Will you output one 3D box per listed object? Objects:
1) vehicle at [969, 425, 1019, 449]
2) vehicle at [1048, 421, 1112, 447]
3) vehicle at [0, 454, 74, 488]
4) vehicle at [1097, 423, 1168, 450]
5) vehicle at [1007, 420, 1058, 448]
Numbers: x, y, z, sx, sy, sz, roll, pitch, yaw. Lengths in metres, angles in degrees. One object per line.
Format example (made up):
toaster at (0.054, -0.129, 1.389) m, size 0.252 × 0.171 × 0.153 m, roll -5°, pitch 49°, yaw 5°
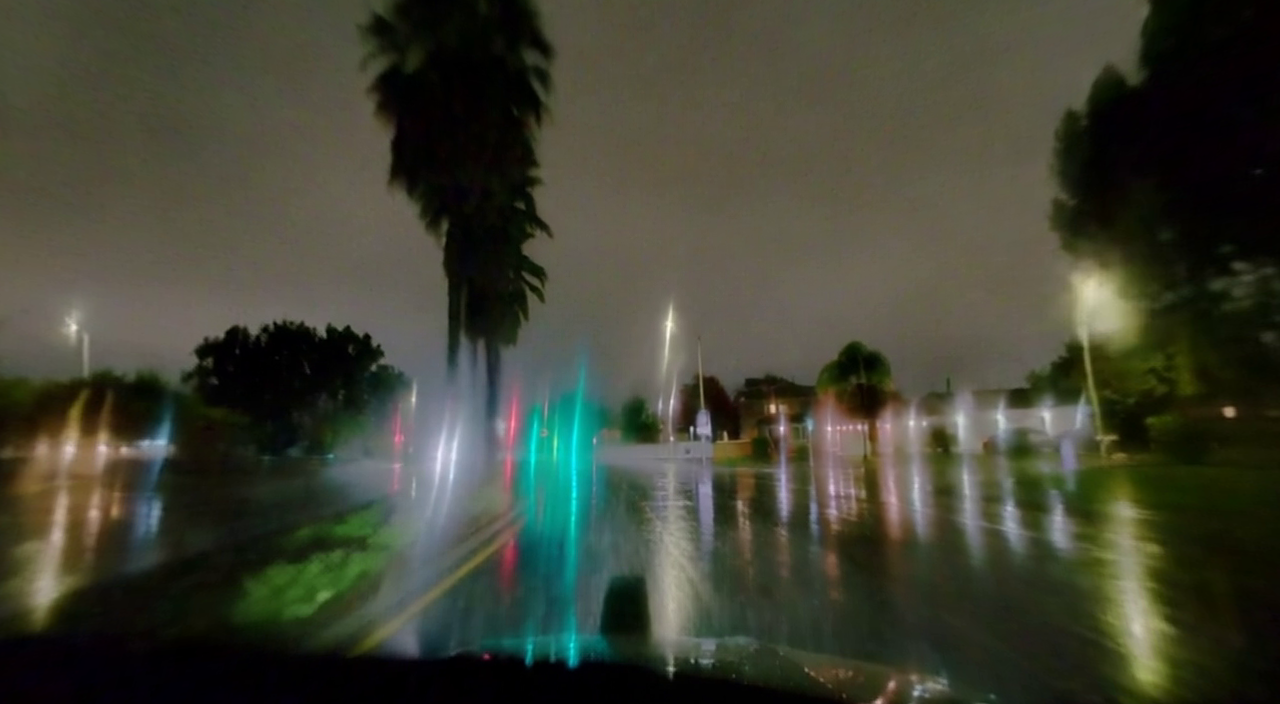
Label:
vehicle at (23.723, 5.697, 42.413) m, size 1.702 × 1.536 × 3.896 m, roll -1°, pitch -8°, yaw 11°
vehicle at (29.636, 5.568, 42.571) m, size 1.798 × 1.621 × 3.735 m, roll -1°, pitch -9°, yaw 4°
vehicle at (-38.815, 7.491, 40.049) m, size 2.227 × 1.905 × 5.954 m, roll 3°, pitch -9°, yaw -23°
vehicle at (32.402, 5.618, 41.609) m, size 1.854 × 1.512 × 4.082 m, roll -6°, pitch -10°, yaw 9°
vehicle at (25.919, 5.407, 41.790) m, size 1.994 × 1.714 × 4.222 m, roll -2°, pitch -7°, yaw 20°
